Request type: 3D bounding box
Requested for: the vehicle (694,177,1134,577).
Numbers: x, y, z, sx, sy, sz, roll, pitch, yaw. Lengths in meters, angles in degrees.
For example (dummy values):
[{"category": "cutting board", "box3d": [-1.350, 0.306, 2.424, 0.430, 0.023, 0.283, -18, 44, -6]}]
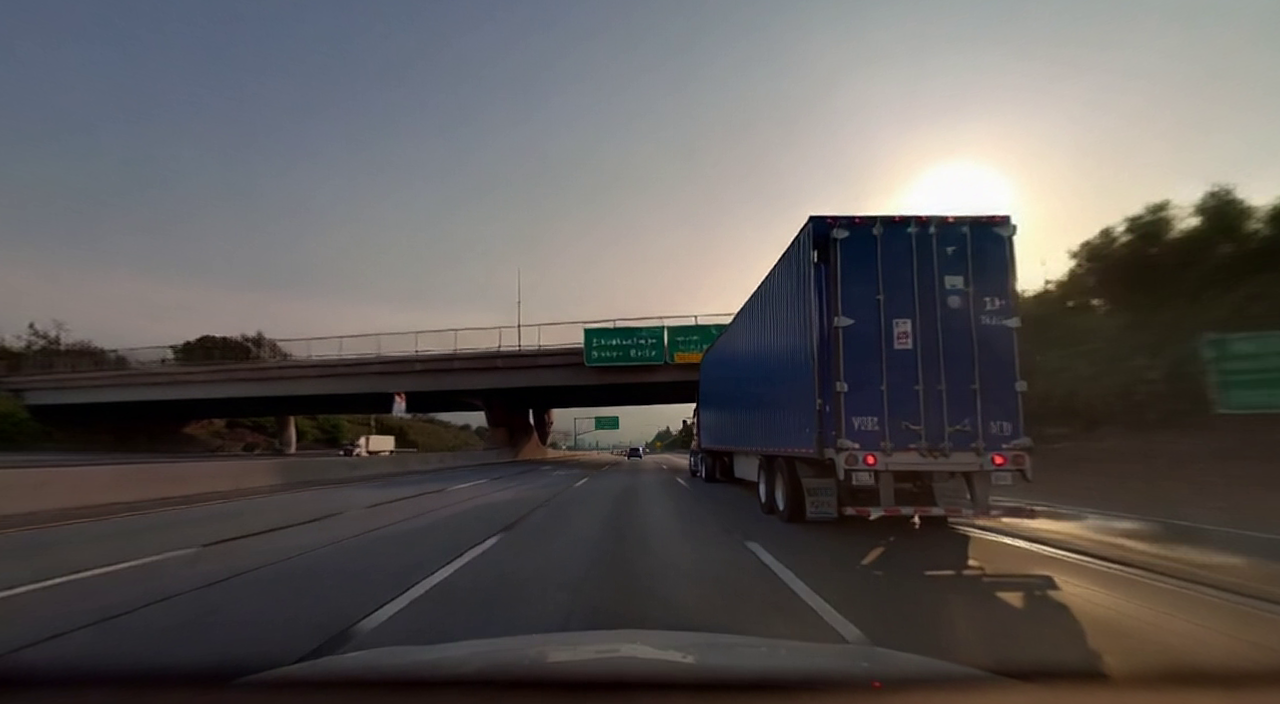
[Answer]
[{"category": "vehicle", "box3d": [3.424, 1.395, 14.646, 2.743, 4.160, 16.408, 0, -9, -1]}]
